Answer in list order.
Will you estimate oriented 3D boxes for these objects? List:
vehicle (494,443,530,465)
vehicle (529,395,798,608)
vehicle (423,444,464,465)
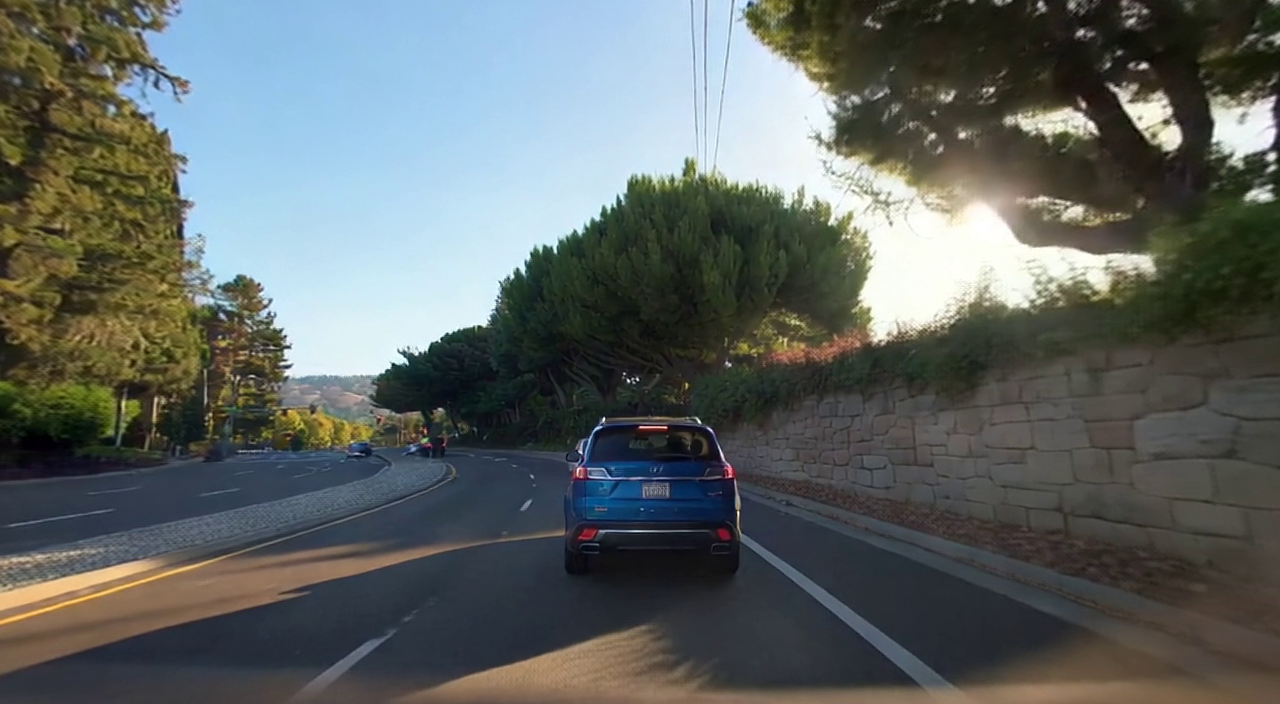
[{"bbox_3d":[-9.546,7.540,46.951,1.837,1.483,4.559,3,-9,-21],"label":"vehicle"},{"bbox_3d":[0.021,1.565,7.559,2.287,1.762,4.269,1,-8,-5],"label":"vehicle"},{"bbox_3d":[-14.897,7.733,47.780,2.023,1.474,4.286,5,-9,-29],"label":"vehicle"}]
